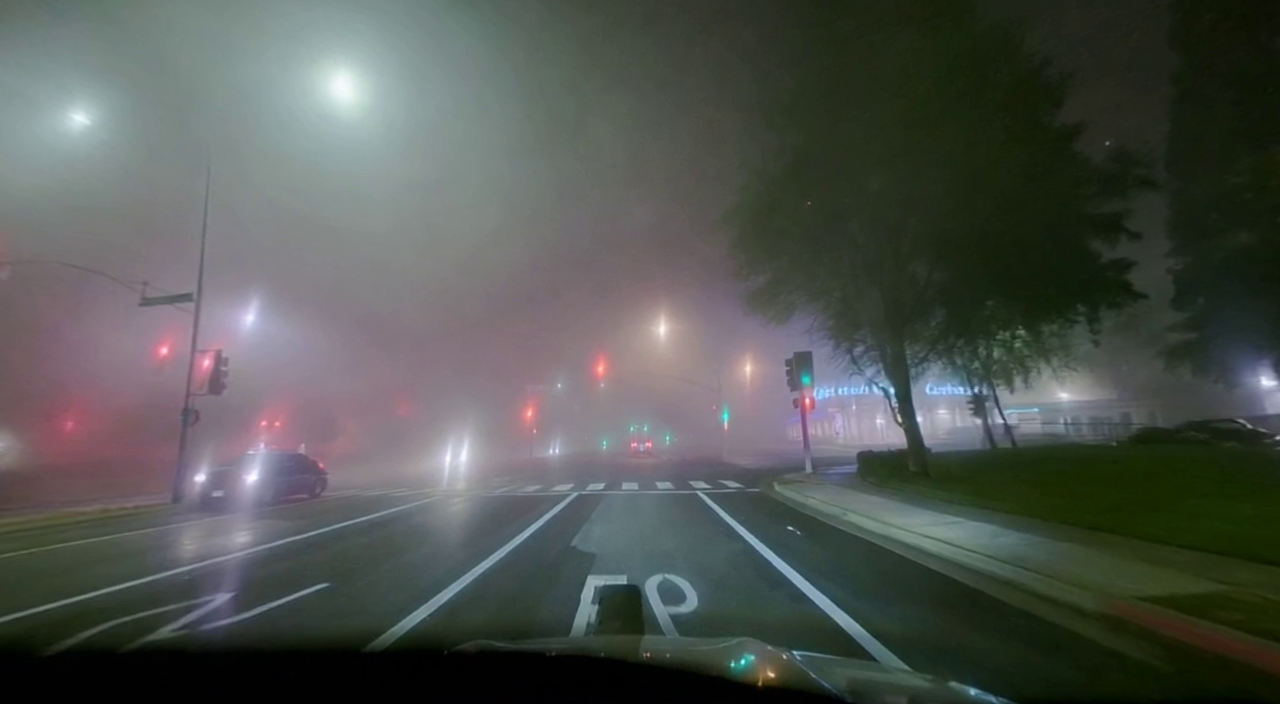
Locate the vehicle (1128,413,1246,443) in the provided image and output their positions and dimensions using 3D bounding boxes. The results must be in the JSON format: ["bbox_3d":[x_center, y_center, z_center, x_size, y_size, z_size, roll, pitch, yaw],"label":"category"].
[{"bbox_3d":[29.928,4.193,34.682,4.492,1.584,1.901,-1,-8,5],"label":"vehicle"}]

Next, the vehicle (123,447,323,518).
[{"bbox_3d":[-10.472,3.254,16.384,2.121,1.543,4.349,0,-8,1],"label":"vehicle"}]

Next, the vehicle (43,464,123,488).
[{"bbox_3d":[-42.481,9.463,48.333,2.034,1.559,4.601,-4,-10,-3],"label":"vehicle"}]
